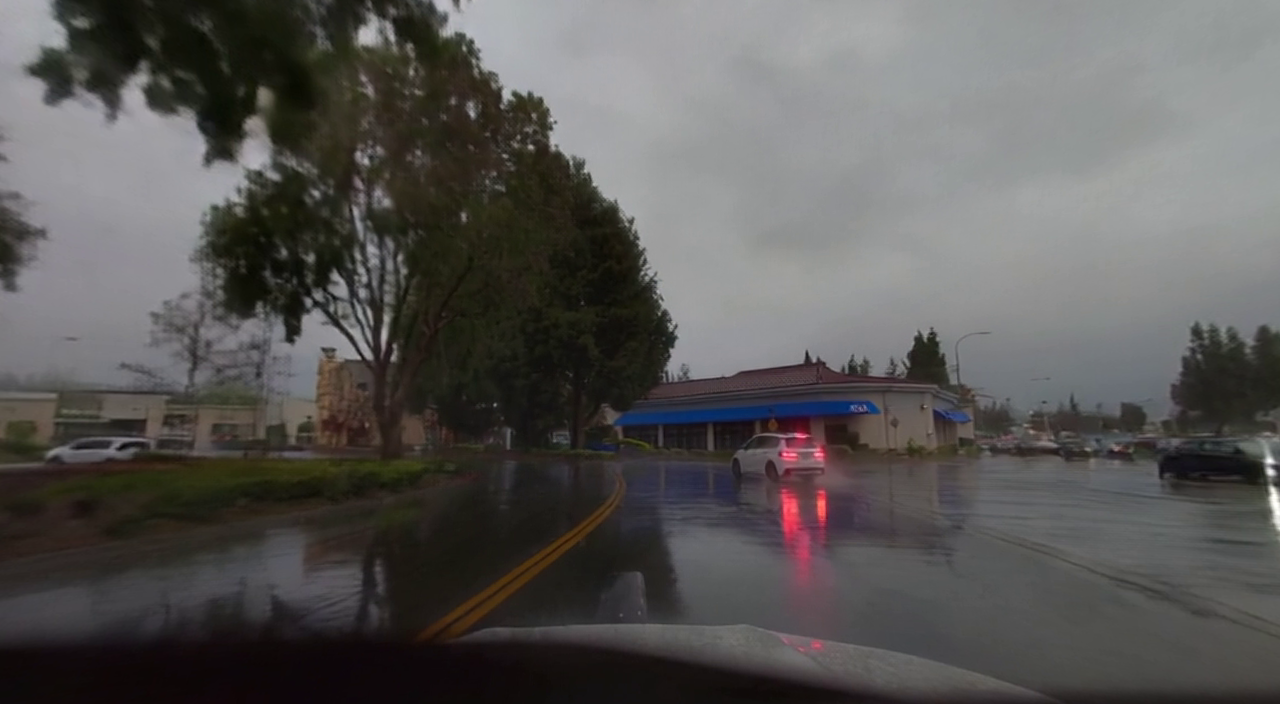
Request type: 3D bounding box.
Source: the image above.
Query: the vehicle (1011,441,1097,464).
[{"bbox_3d":[29.925,7.277,45.803,1.815,1.574,4.800,7,-11,-40],"label":"vehicle"}]

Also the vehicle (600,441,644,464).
[{"bbox_3d":[-1.422,7.672,48.177,2.007,1.639,4.444,3,-9,-21],"label":"vehicle"}]

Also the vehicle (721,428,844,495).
[{"bbox_3d":[4.154,3.316,19.535,2.292,1.767,5.128,0,-8,-4],"label":"vehicle"}]
